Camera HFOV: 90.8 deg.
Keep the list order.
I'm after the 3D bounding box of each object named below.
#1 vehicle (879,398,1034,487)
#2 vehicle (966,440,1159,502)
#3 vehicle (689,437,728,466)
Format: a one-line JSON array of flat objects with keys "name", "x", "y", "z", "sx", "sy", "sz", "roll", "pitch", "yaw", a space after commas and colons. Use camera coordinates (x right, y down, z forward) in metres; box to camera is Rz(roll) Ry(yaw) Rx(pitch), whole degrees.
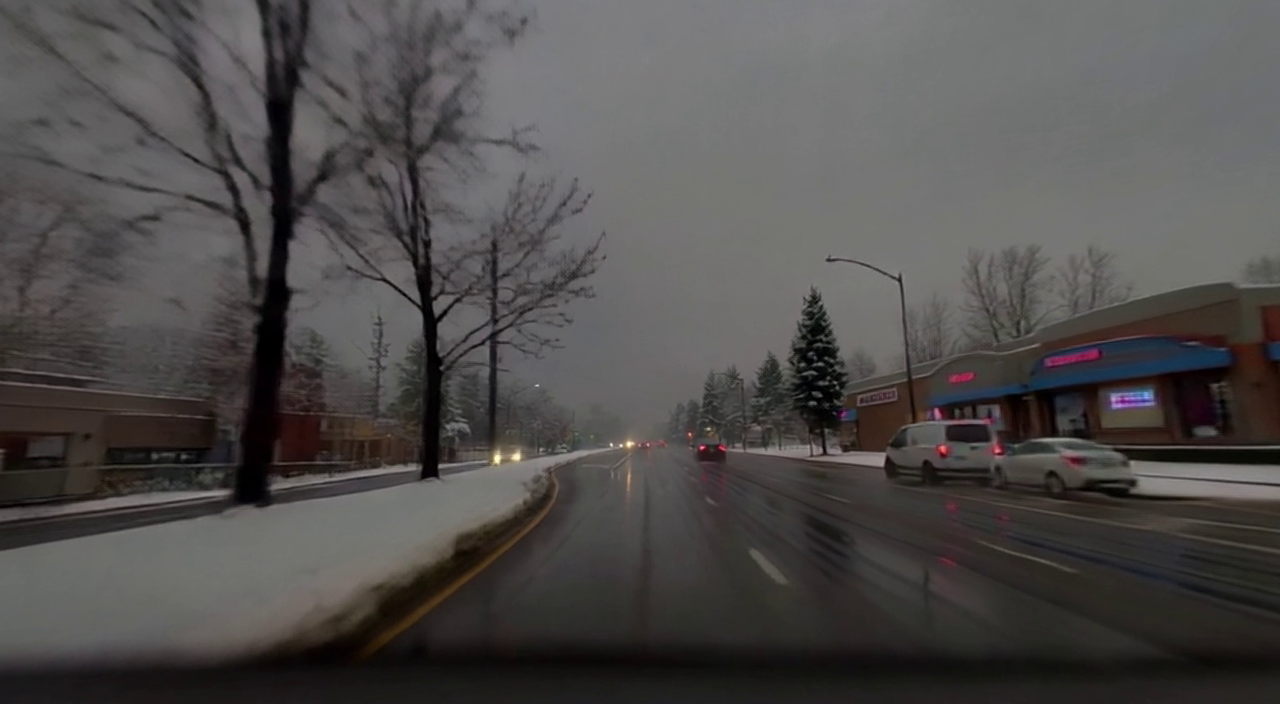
[{"name": "vehicle", "x": 10.949, "y": 3.236, "z": 22.580, "sx": 2.507, "sy": 2.745, "sz": 5.779, "roll": 0, "pitch": -9, "yaw": 0}, {"name": "vehicle", "x": 10.880, "y": 3.080, "z": 16.845, "sx": 1.857, "sy": 1.411, "sz": 4.859, "roll": 0, "pitch": -9, "yaw": 1}, {"name": "vehicle", "x": 4.167, "y": 6.103, "z": 38.899, "sx": 1.957, "sy": 1.643, "sz": 4.226, "roll": 0, "pitch": -9, "yaw": 0}]
